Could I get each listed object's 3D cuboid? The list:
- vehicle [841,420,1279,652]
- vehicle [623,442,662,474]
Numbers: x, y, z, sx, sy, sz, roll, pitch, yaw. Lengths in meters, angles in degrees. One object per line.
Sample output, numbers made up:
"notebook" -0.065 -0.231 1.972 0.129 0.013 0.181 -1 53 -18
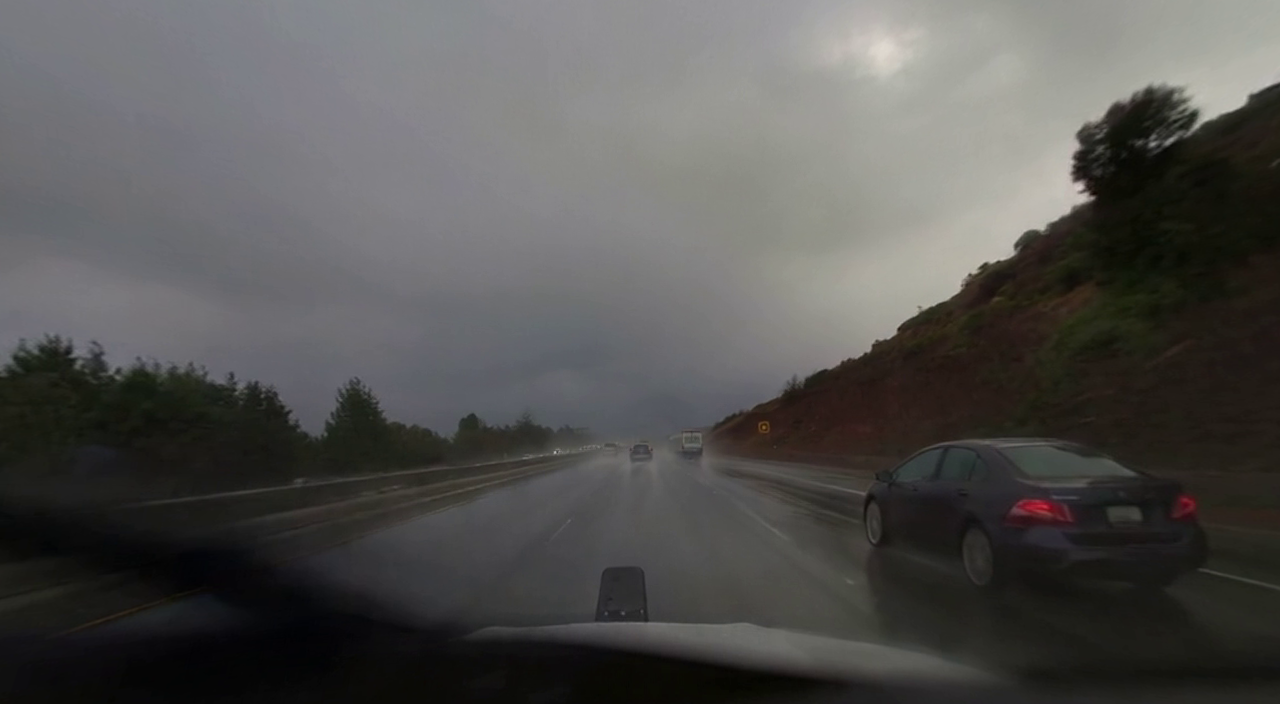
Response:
"vehicle" 3.798 1.529 6.404 2.020 1.500 4.416 0 -8 0
"vehicle" 0.163 5.684 34.163 1.986 1.576 4.312 0 -8 1
